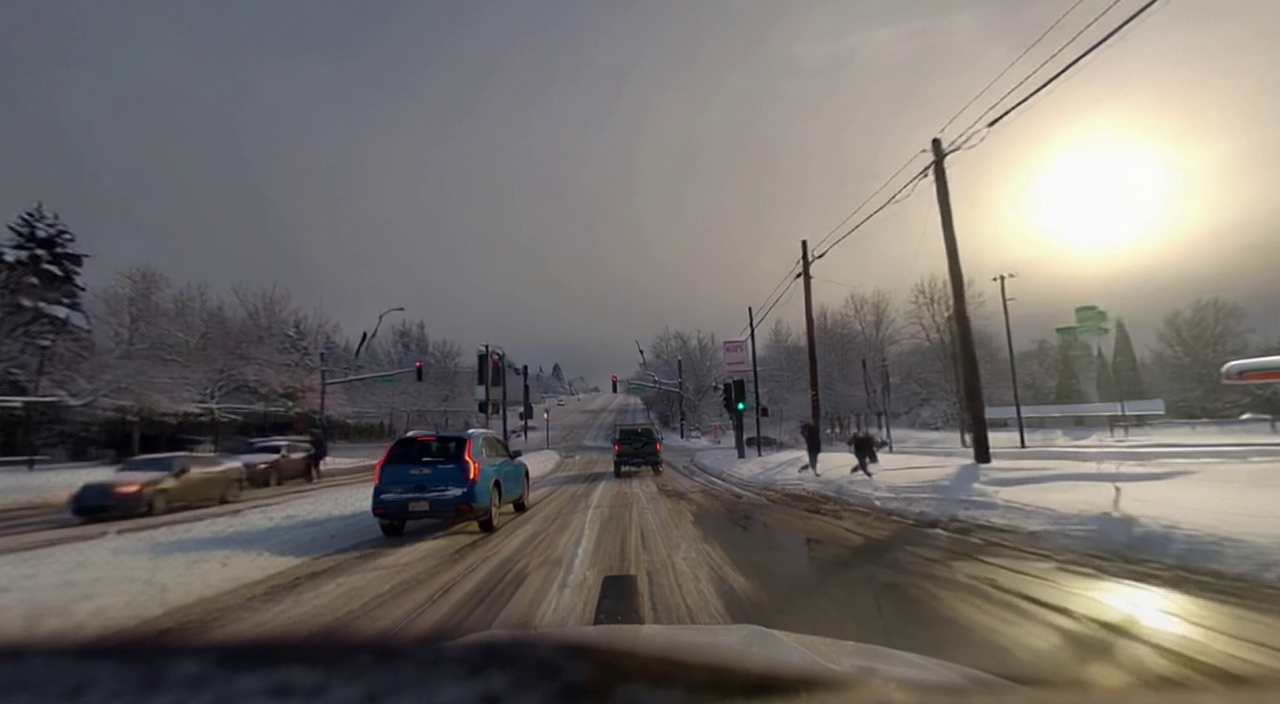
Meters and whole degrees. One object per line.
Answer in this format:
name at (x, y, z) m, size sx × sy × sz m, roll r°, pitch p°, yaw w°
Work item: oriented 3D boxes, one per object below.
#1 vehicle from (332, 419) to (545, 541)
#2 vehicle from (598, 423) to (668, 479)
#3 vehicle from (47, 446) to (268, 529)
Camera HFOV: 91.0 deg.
vehicle at (-3.295, 2.229, 11.618) m, size 2.247 × 1.734 × 4.919 m, roll 0°, pitch -9°, yaw 1°
vehicle at (-0.355, 4.040, 25.759) m, size 2.552 × 1.999 × 5.498 m, roll 0°, pitch -9°, yaw -2°
vehicle at (-11.524, 3.215, 15.611) m, size 1.966 × 1.600 × 4.746 m, roll -3°, pitch -9°, yaw -3°
